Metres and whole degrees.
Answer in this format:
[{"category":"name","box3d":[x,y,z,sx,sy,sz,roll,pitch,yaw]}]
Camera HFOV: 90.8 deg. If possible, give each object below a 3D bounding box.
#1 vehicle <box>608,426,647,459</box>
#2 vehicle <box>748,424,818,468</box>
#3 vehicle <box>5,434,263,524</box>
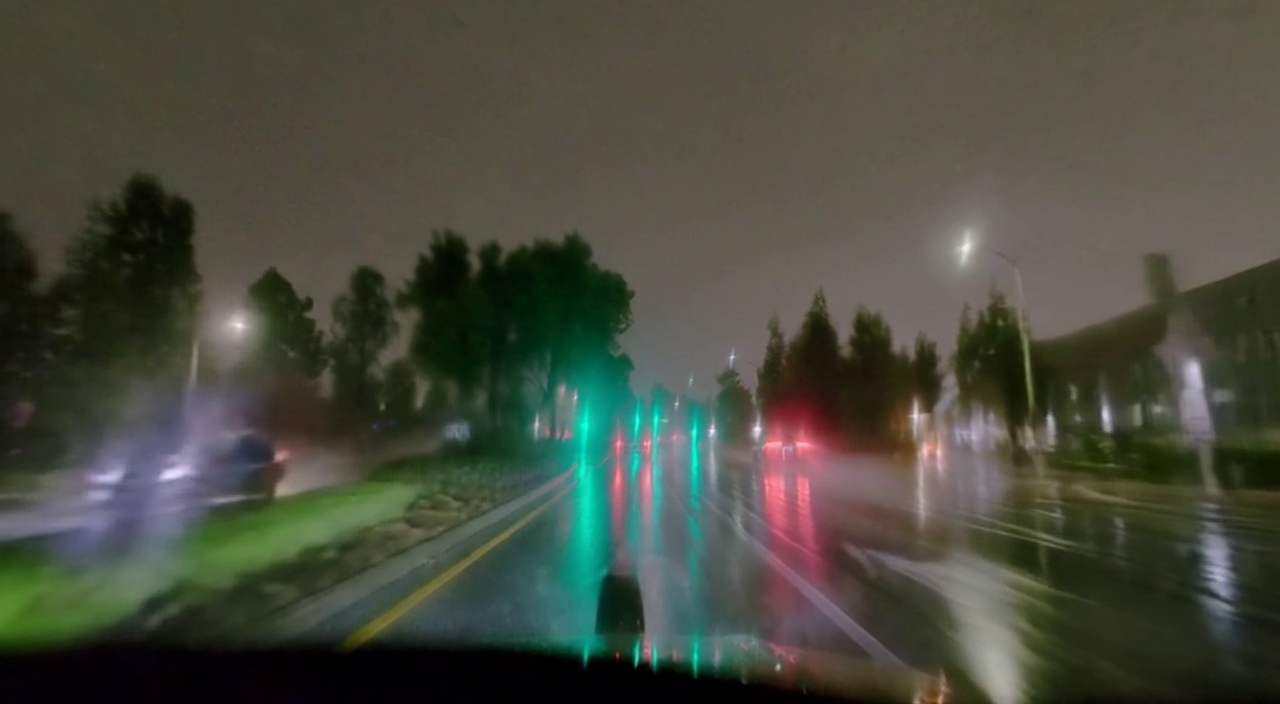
[{"category":"vehicle","box3d":[-0.743,5.443,37.916,2.193,1.794,4.457,0,-8,-2]},{"category":"vehicle","box3d":[6.379,4.273,28.720,2.026,1.804,4.565,0,-8,-1]},{"category":"vehicle","box3d":[-10.637,2.664,13.882,2.002,1.620,4.471,0,-8,-1]}]
